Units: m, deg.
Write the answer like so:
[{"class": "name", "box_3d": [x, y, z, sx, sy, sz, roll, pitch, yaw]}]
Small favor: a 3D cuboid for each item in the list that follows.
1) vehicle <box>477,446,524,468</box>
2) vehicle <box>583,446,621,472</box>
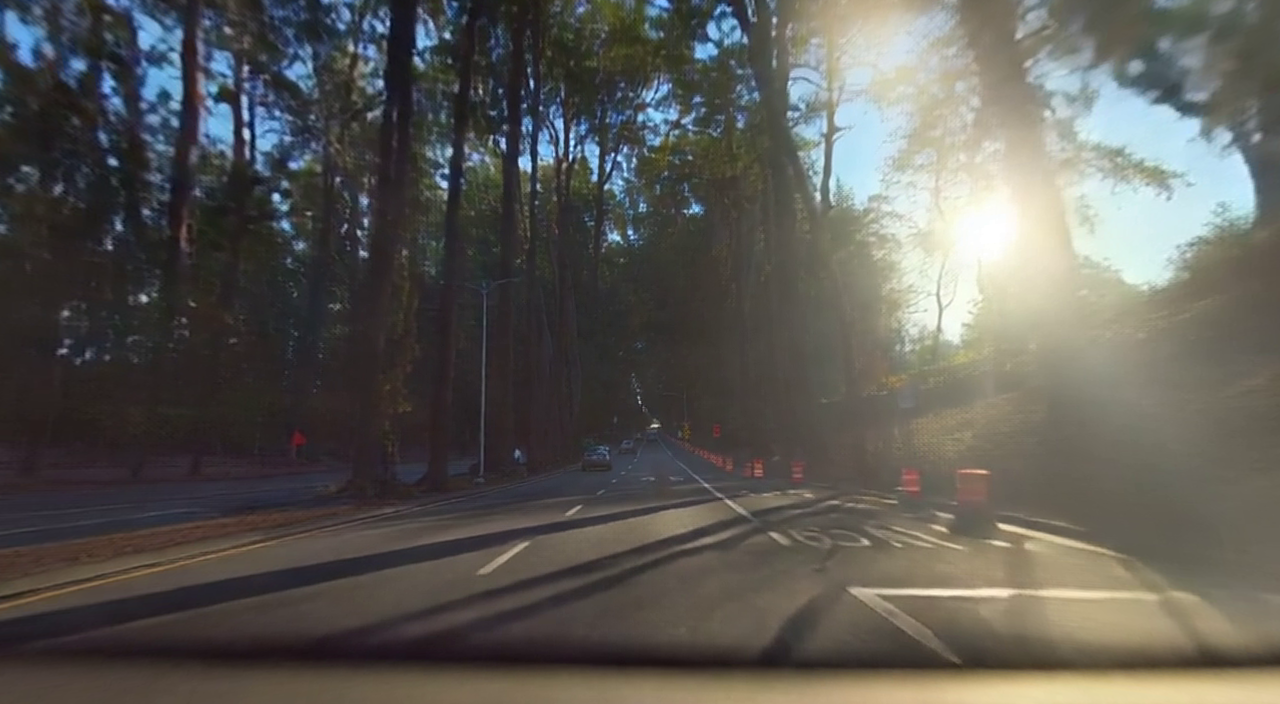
[{"class": "vehicle", "box_3d": [-9.653, 7.275, 43.716, 1.953, 1.471, 4.670, -1, -9, 4]}, {"class": "vehicle", "box_3d": [-2.307, 6.650, 39.293, 2.029, 1.511, 3.922, 0, -9, 2]}]
